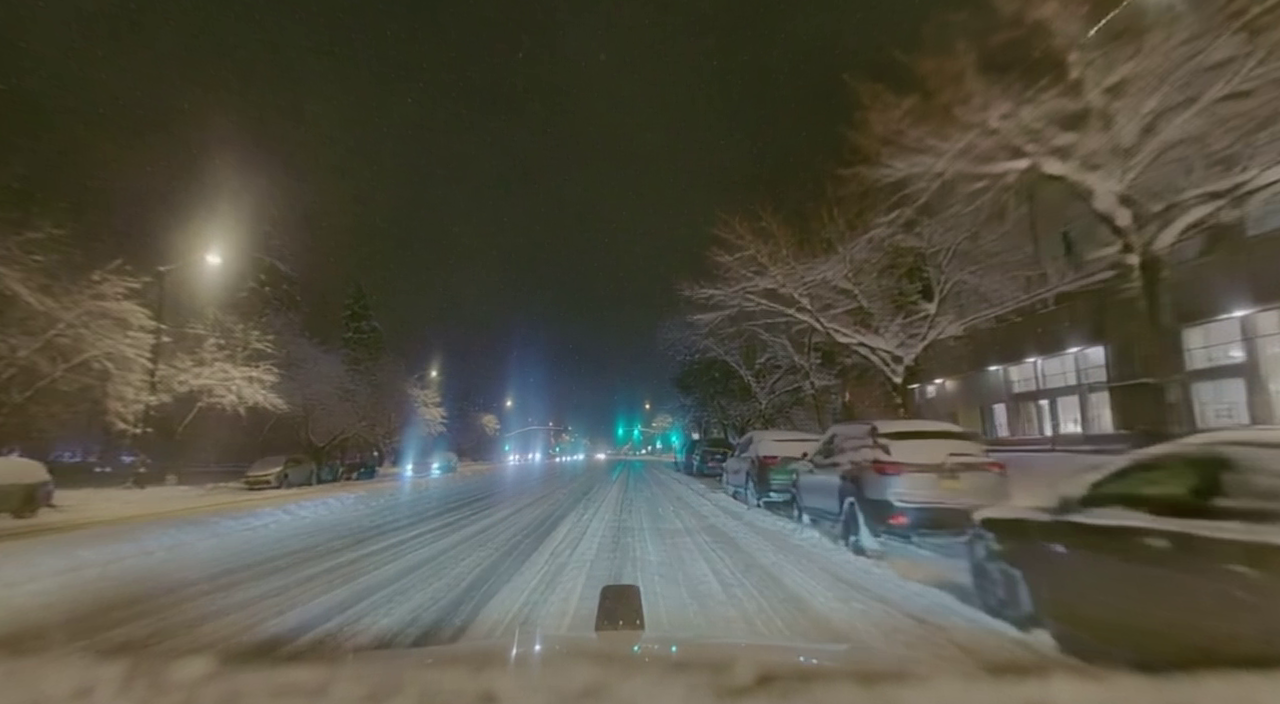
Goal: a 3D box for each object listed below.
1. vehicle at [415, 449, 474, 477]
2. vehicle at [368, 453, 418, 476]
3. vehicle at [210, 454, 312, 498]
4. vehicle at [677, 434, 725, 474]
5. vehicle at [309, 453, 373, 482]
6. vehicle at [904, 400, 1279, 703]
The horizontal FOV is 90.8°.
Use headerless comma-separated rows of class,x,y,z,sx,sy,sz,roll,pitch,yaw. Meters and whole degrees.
vehicle,-11.442,6.495,37.370,1.982,1.515,4.648,0,-8,0
vehicle,-18.127,8.247,46.578,1.932,1.510,4.685,0,-8,-2
vehicle,-14.523,4.726,24.448,1.656,1.488,3.677,0,-8,-1
vehicle,3.114,5.294,33.037,1.935,1.920,4.397,0,-8,-2
vehicle,-18.226,7.037,38.740,1.826,1.544,4.680,0,-8,-2
vehicle,3.371,1.104,3.505,1.924,1.492,4.587,0,-8,1
